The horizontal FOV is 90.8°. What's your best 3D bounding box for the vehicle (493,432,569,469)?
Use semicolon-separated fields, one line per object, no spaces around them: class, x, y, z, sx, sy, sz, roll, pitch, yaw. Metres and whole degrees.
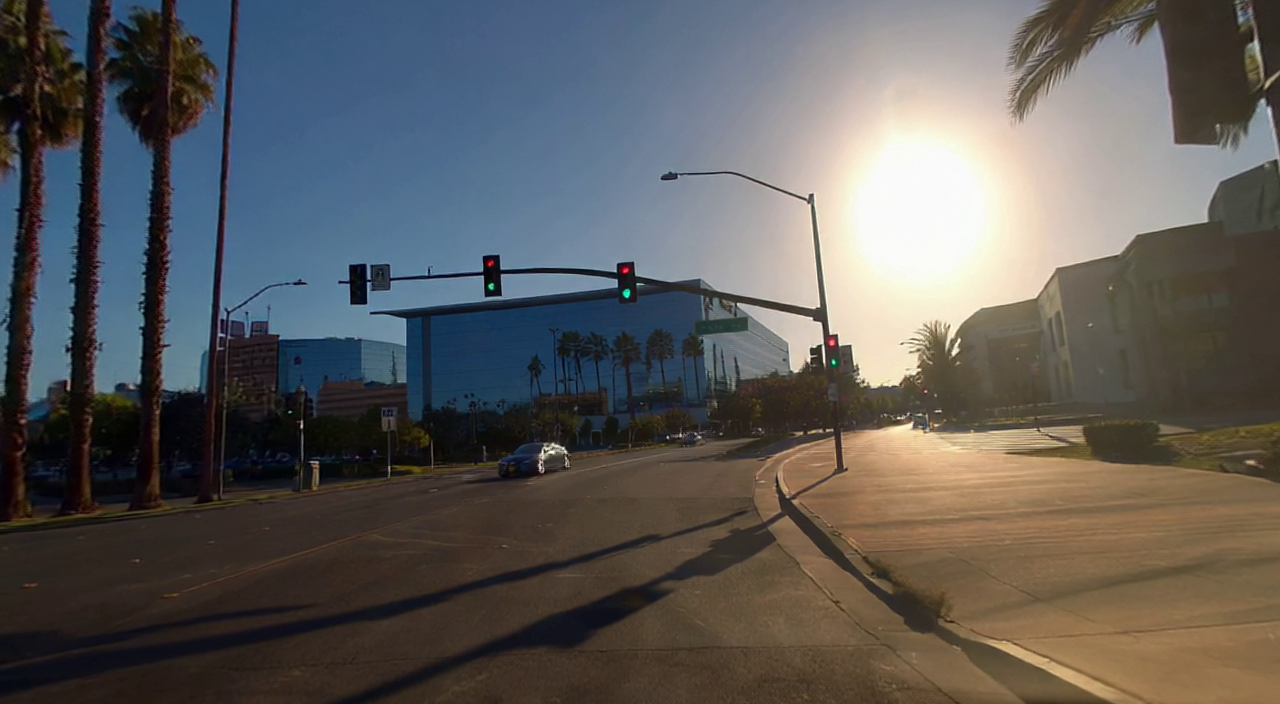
vehicle;-5.696;5.236;33.641;2.181;1.792;4.648;-3;-9;16
